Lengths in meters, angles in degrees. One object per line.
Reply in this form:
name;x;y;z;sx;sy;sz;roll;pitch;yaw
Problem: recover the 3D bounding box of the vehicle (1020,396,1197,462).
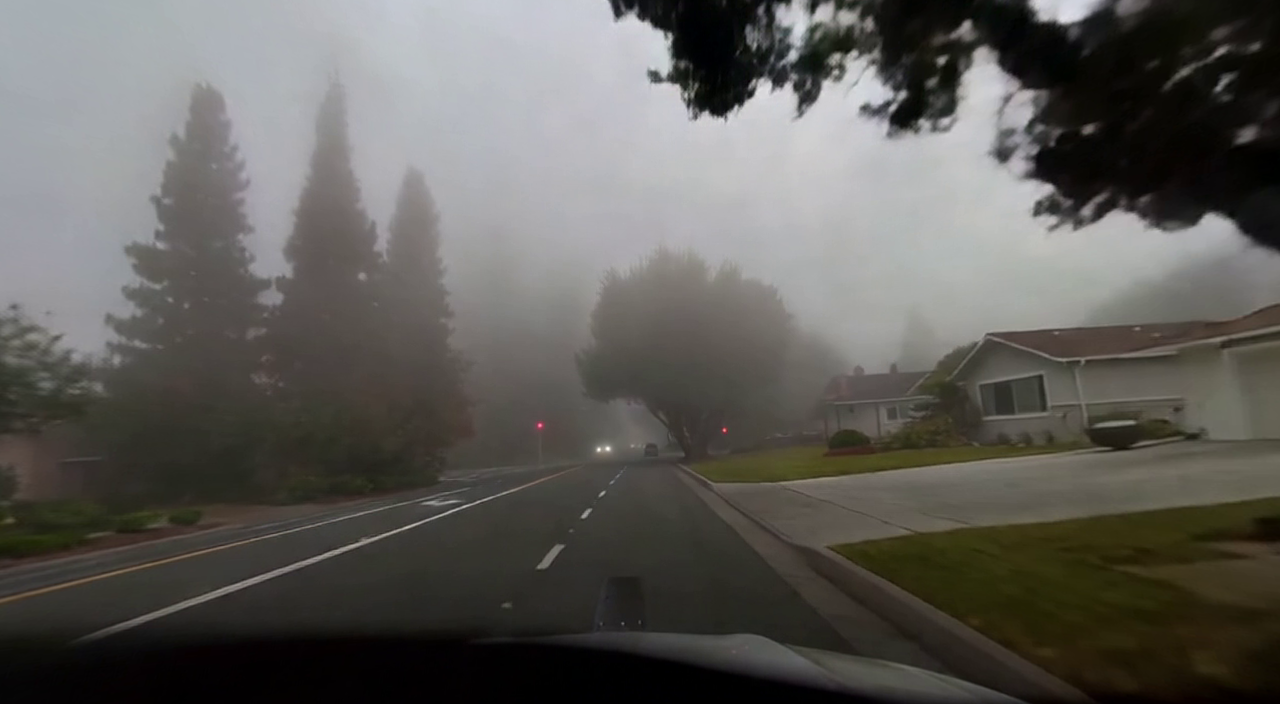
vehicle;14.305;2.379;19.334;3.917;1.454;1.725;-7;-8;0
